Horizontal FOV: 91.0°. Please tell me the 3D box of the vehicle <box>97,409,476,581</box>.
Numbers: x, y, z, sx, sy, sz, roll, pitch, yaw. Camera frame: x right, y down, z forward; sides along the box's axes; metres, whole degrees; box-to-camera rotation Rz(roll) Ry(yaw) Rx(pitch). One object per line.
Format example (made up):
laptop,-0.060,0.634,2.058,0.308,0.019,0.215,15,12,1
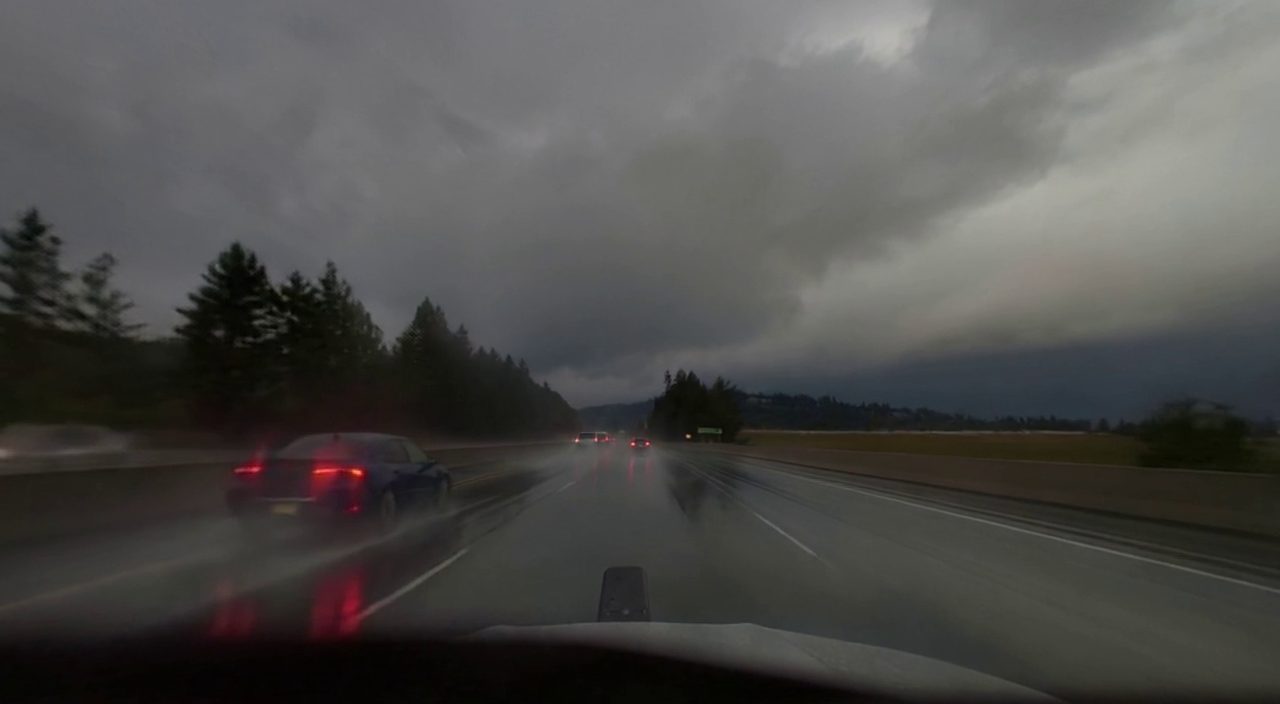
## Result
vehicle,-3.877,1.653,8.181,2.190,1.571,4.643,0,-8,1
